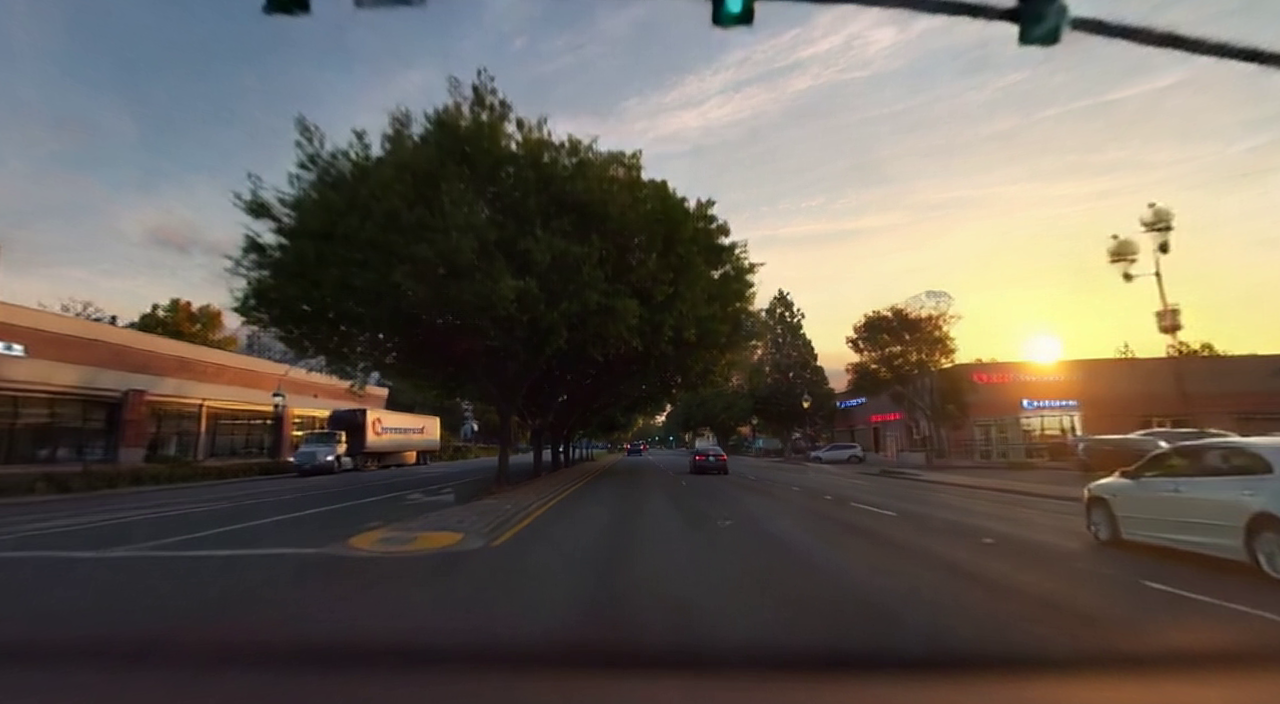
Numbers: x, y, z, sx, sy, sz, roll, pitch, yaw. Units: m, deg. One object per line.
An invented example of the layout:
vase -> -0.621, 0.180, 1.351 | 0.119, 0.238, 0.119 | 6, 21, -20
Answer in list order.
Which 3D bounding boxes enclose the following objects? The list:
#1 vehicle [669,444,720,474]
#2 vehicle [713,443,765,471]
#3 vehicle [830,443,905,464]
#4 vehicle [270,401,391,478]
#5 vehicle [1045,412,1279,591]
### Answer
vehicle -> 2.752, 5.527, 32.933 | 2.099, 1.463, 4.365 | 0, -8, -2
vehicle -> 5.836, 6.229, 37.723 | 2.150, 1.485, 4.919 | 0, -9, -2
vehicle -> 16.599, 7.414, 46.246 | 4.679, 1.448, 2.178 | 0, -9, -4
vehicle -> -19.148, 5.597, 40.054 | 3.008, 4.297, 9.041 | 0, -9, 0
vehicle -> 6.959, 1.538, 6.870 | 2.002, 1.651, 4.647 | 0, -8, 0
